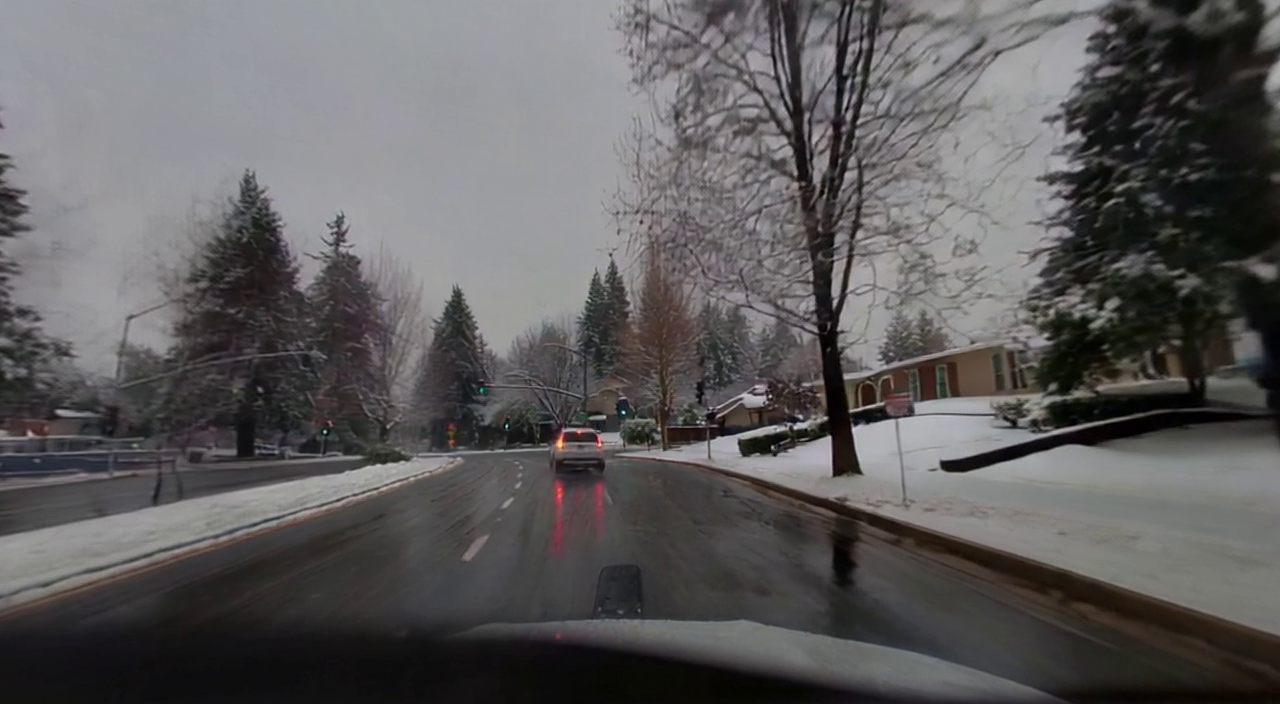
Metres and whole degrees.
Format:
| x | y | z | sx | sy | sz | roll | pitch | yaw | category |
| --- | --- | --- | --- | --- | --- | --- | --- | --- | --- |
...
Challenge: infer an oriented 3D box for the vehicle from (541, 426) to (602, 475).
| x | y | z | sx | sy | sz | roll | pitch | yaw | category |
| --- | --- | --- | --- | --- | --- | --- | --- | --- | --- |
| -2.735 | 3.807 | 24.533 | 1.990 | 1.707 | 4.225 | 1 | -8 | -11 | vehicle |

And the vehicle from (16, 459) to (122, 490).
| x | y | z | sx | sy | sz | roll | pitch | yaw | category |
| --- | --- | --- | --- | --- | --- | --- | --- | --- | --- |
| -34.561 | 7.405 | 38.377 | 4.271 | 1.640 | 2.033 | 3 | -9 | -27 | vehicle |
